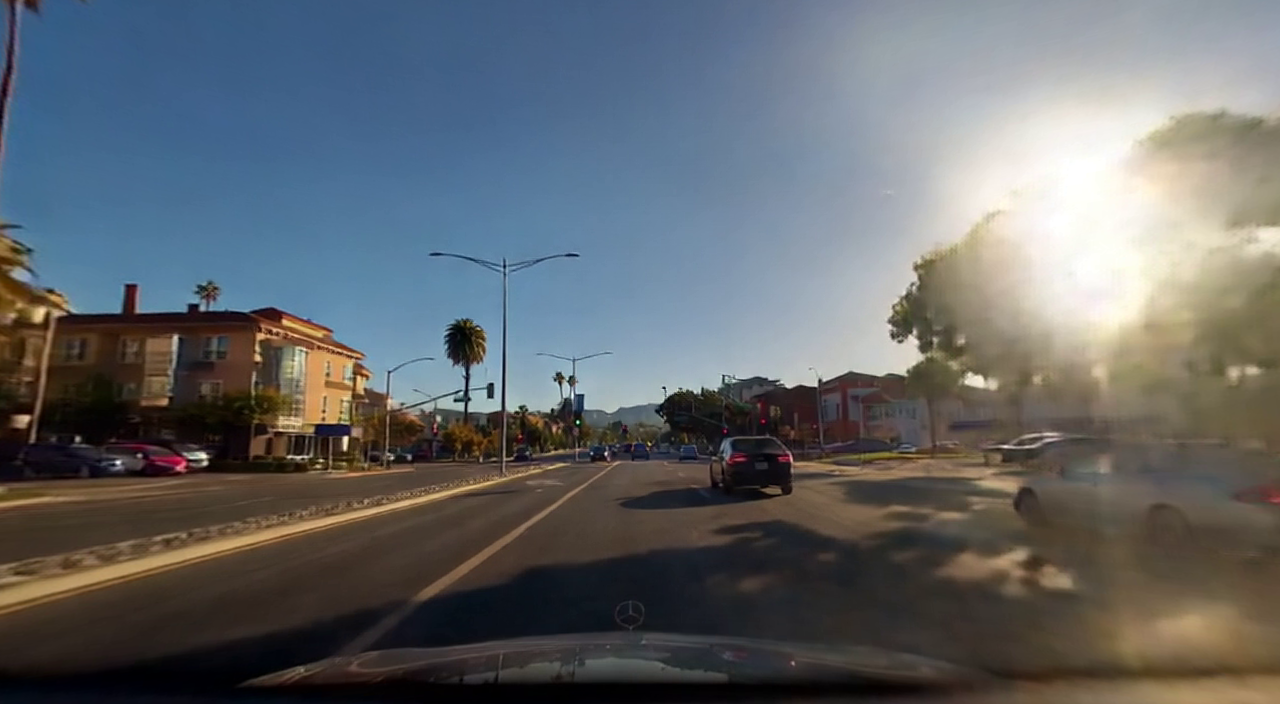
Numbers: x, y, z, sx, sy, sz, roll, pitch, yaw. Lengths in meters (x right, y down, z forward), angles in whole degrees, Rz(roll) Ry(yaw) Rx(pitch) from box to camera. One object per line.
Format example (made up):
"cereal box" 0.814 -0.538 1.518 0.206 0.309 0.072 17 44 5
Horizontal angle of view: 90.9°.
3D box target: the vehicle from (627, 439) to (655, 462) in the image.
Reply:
"vehicle" 0.066 7.741 49.398 2.087 1.709 4.076 0 -8 0

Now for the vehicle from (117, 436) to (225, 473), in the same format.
"vehicle" -25.869 5.664 35.048 2.070 1.856 5.069 0 -9 0

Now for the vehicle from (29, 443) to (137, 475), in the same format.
"vehicle" -30.931 5.931 35.218 1.898 1.692 4.455 0 -8 0

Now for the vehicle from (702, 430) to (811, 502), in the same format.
"vehicle" 2.885 2.934 16.619 2.009 1.639 4.267 0 -8 0

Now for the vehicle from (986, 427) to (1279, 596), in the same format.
"vehicle" 6.559 1.739 7.842 1.890 1.471 4.566 0 -8 0
